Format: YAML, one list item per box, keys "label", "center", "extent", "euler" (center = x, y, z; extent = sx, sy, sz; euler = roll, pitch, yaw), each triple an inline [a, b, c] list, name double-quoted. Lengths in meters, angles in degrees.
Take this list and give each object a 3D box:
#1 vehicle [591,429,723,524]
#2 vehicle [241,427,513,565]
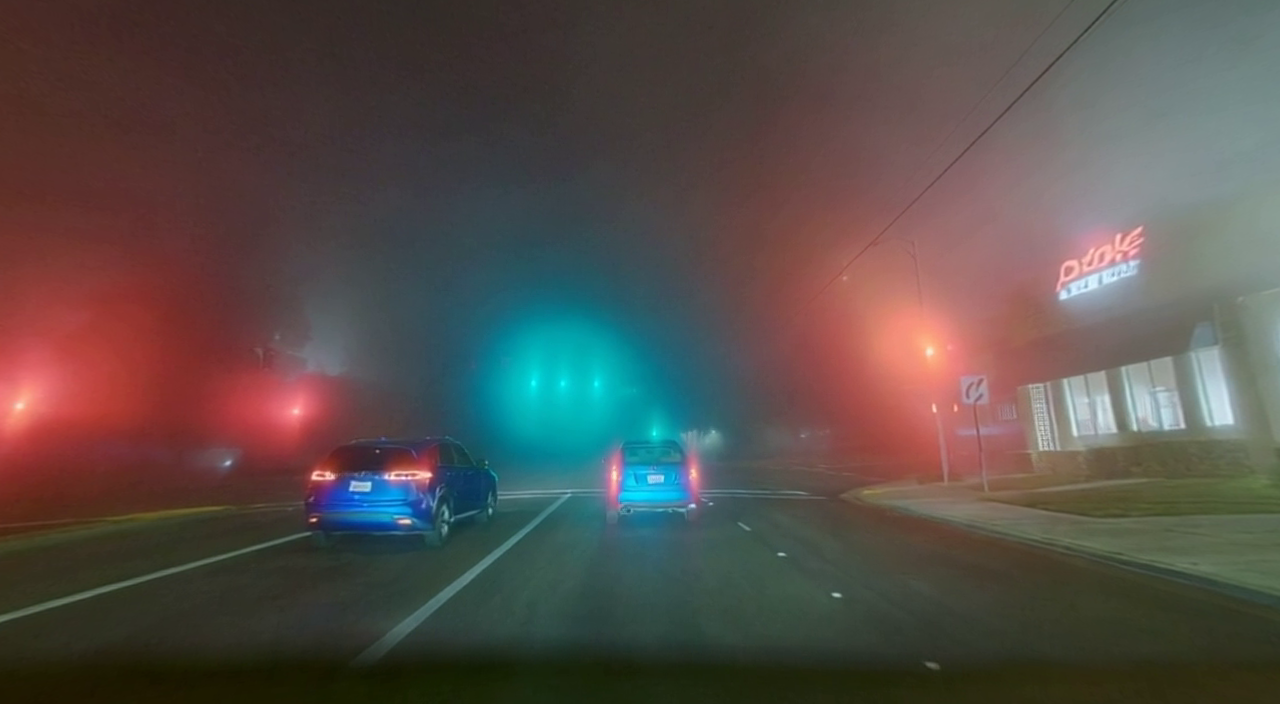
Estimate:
- label: "vehicle"
  center: [0.246, 2.252, 11.934]
  extent: [2.059, 1.456, 4.047]
  euler: [0, -8, -1]
- label: "vehicle"
  center: [-3.300, 1.892, 9.116]
  extent: [2.032, 1.467, 4.411]
  euler: [0, -8, 0]
